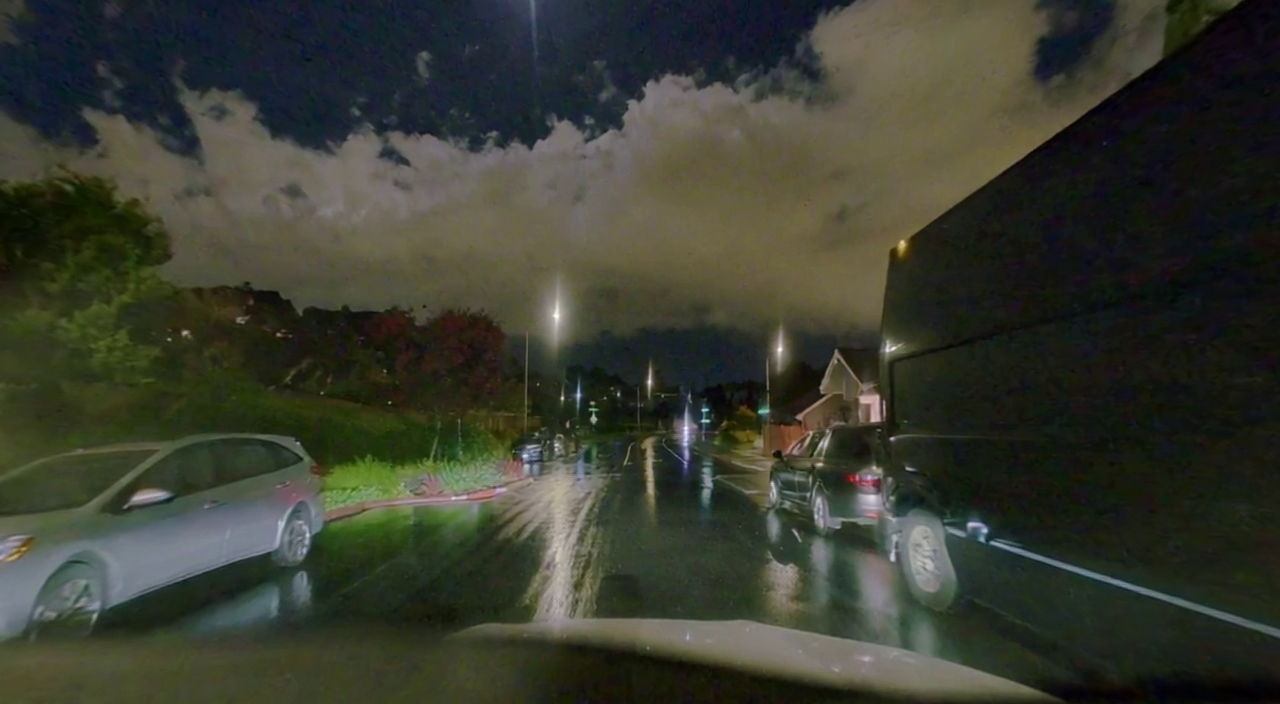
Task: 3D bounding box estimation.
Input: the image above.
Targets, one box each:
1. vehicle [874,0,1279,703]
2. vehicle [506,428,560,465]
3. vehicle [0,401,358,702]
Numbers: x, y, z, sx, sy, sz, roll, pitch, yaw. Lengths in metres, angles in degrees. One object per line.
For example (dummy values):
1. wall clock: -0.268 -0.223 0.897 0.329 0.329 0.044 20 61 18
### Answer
1. vehicle: 3.573 0.302 3.127 2.541 3.000 5.932 0 -8 1
2. vehicle: -5.609 4.985 33.425 2.147 1.780 4.165 0 -8 0
3. vehicle: -4.343 1.300 5.211 2.034 1.552 4.285 0 -8 0
